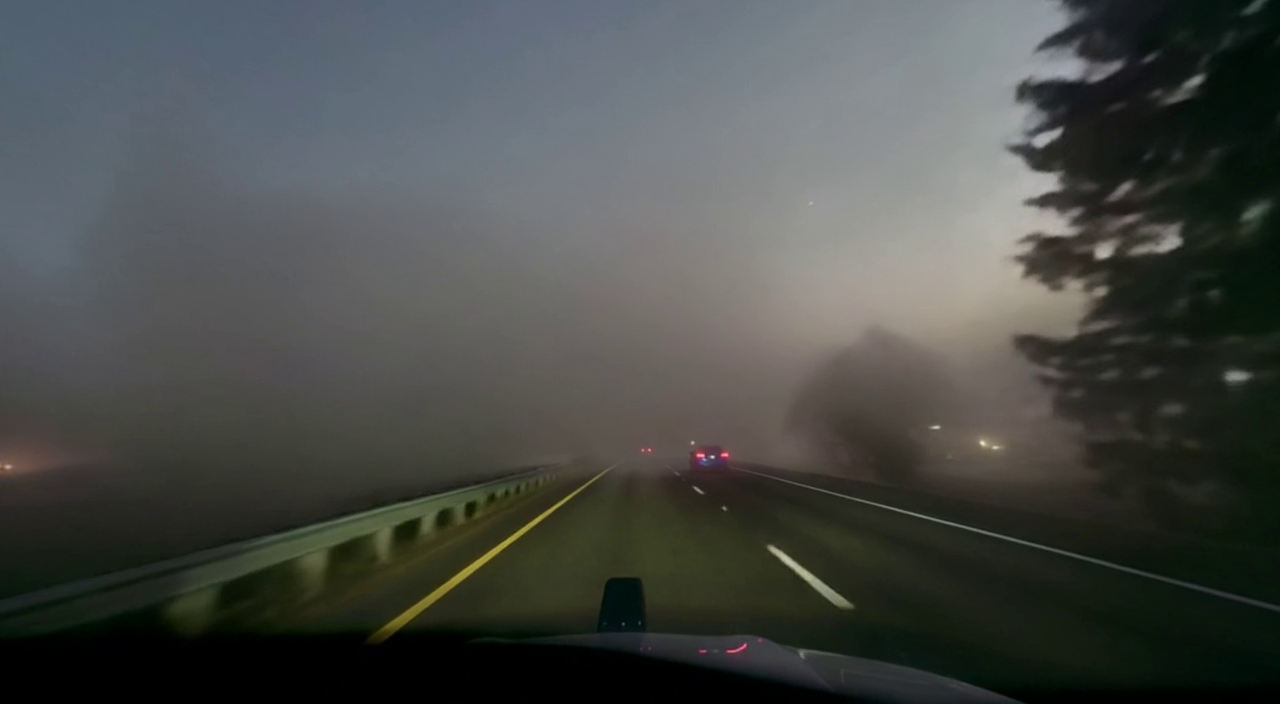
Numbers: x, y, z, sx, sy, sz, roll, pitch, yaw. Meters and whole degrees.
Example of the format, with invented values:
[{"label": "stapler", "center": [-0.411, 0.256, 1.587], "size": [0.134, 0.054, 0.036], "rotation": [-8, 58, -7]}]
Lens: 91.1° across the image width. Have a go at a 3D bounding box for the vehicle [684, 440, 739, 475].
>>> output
[{"label": "vehicle", "center": [3.359, 5.053, 30.274], "size": [2.079, 1.531, 3.997], "rotation": [0, -9, -1]}]
